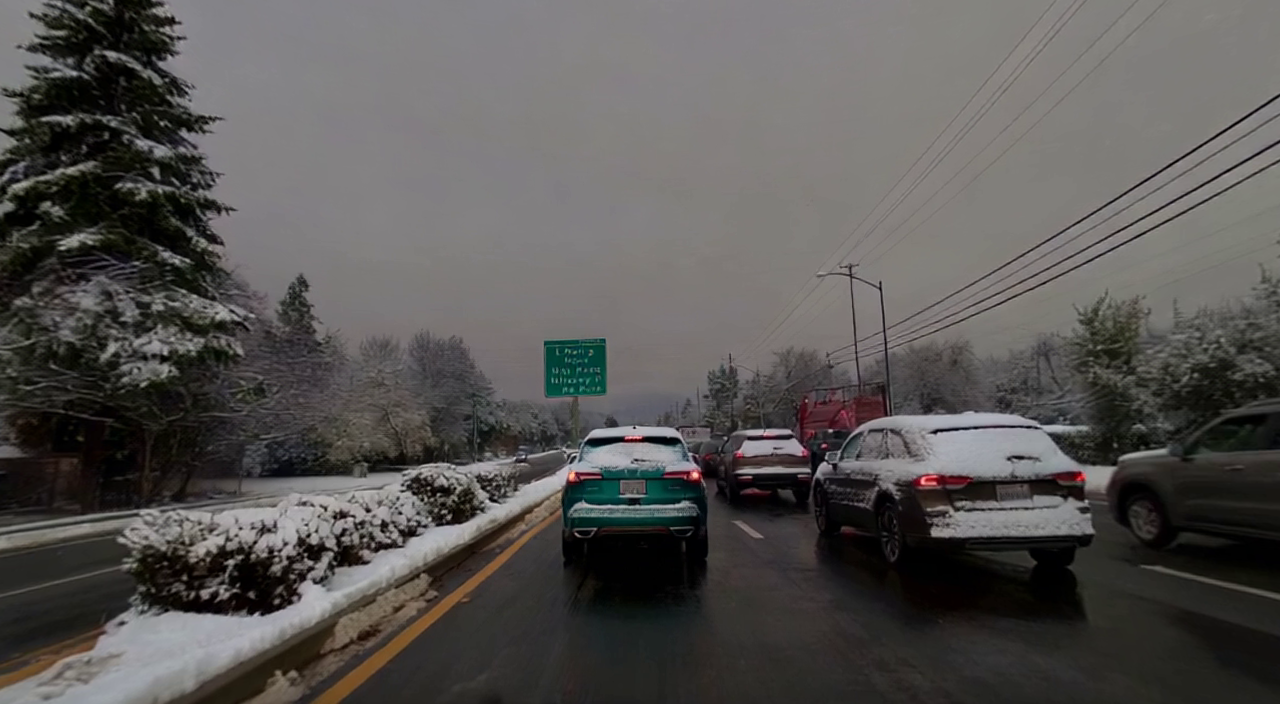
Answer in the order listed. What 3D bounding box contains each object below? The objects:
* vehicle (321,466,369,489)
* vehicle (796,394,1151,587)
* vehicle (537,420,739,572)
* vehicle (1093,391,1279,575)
[{"bbox_3d":[-22.910,9.712,49.163,1.847,1.554,3.926,0,-8,-1],"label":"vehicle"},{"bbox_3d":[3.513,1.549,7.823,2.001,1.707,4.250,0,-8,-1],"label":"vehicle"},{"bbox_3d":[-0.055,1.885,9.089,2.199,1.641,4.232,0,-8,-1],"label":"vehicle"},{"bbox_3d":[7.160,1.273,6.161,2.018,1.757,4.715,0,-8,1],"label":"vehicle"}]
